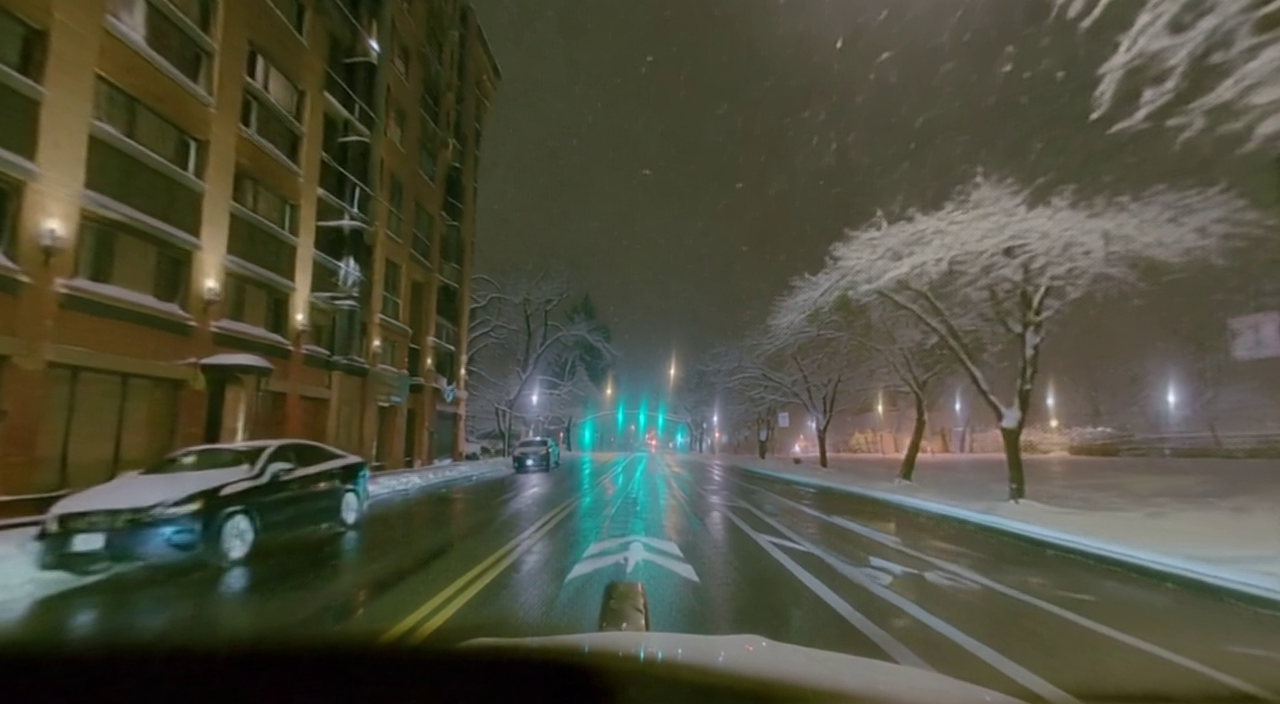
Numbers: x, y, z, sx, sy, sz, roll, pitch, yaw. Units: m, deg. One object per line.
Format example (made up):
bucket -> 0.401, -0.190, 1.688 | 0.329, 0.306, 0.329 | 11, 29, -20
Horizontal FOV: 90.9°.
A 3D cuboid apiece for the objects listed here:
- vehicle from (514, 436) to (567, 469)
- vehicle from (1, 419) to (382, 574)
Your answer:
vehicle -> -5.578, 5.673, 36.003 | 2.147, 1.701, 4.879 | 1, -8, 1
vehicle -> -5.901, 1.917, 9.313 | 2.223, 1.658, 4.621 | 1, -8, 0
